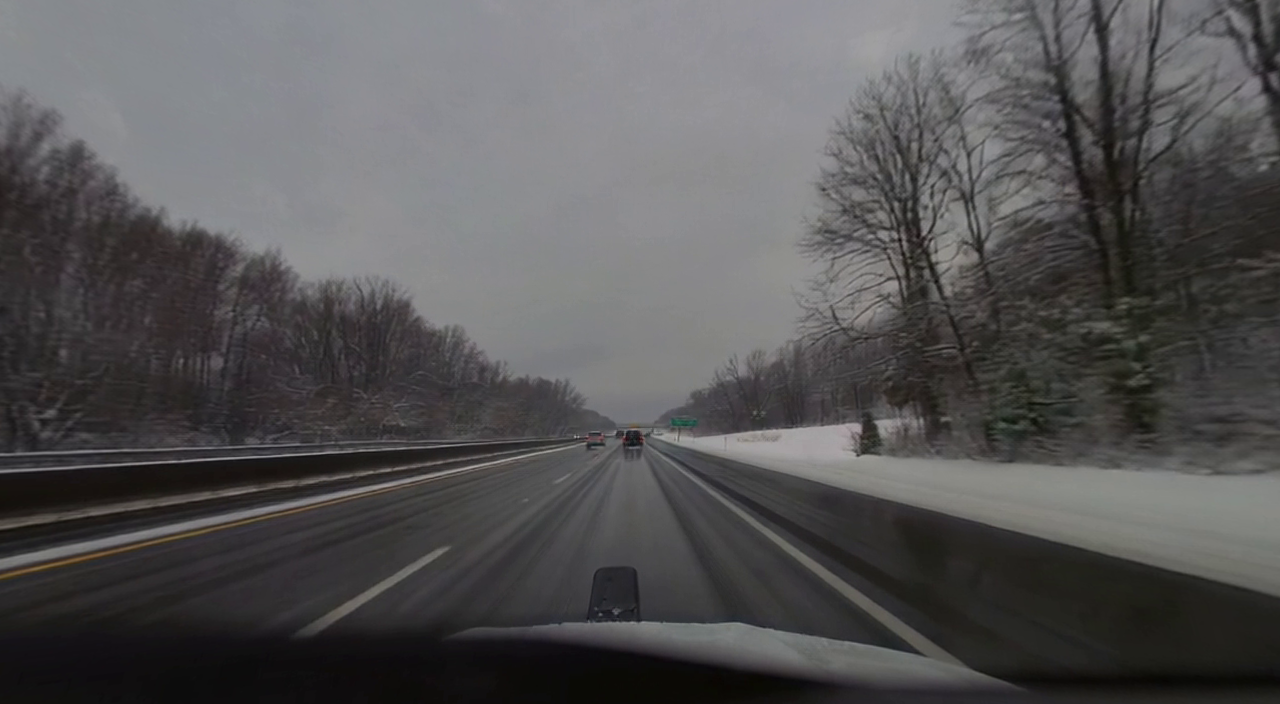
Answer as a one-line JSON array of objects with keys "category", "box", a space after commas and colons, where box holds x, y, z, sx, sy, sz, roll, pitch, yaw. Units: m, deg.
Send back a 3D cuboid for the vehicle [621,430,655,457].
[{"category": "vehicle", "box": [-0.141, 5.997, 41.373, 2.134, 1.654, 4.174, 0, -8, 0]}]
